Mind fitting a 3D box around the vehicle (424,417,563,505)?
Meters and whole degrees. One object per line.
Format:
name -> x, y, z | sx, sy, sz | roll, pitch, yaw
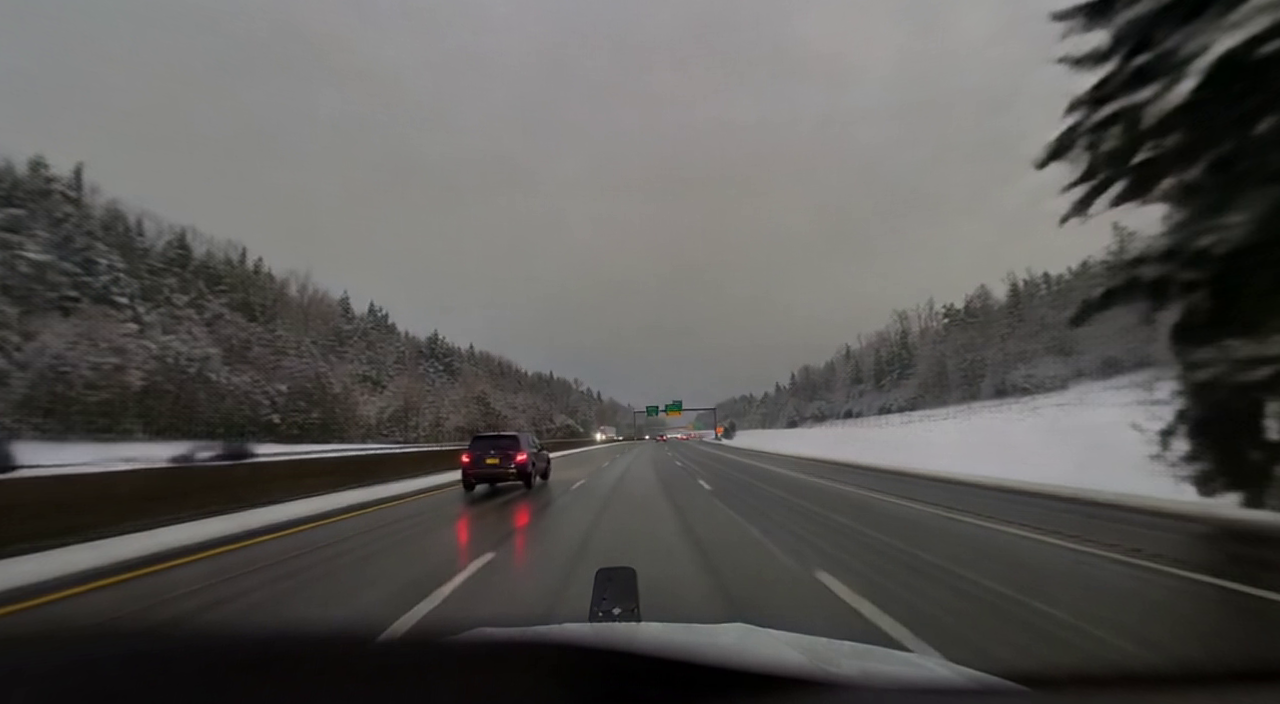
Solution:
vehicle -> -3.046, 2.364, 14.130 | 2.084, 1.654, 4.080 | 0, -8, 1
